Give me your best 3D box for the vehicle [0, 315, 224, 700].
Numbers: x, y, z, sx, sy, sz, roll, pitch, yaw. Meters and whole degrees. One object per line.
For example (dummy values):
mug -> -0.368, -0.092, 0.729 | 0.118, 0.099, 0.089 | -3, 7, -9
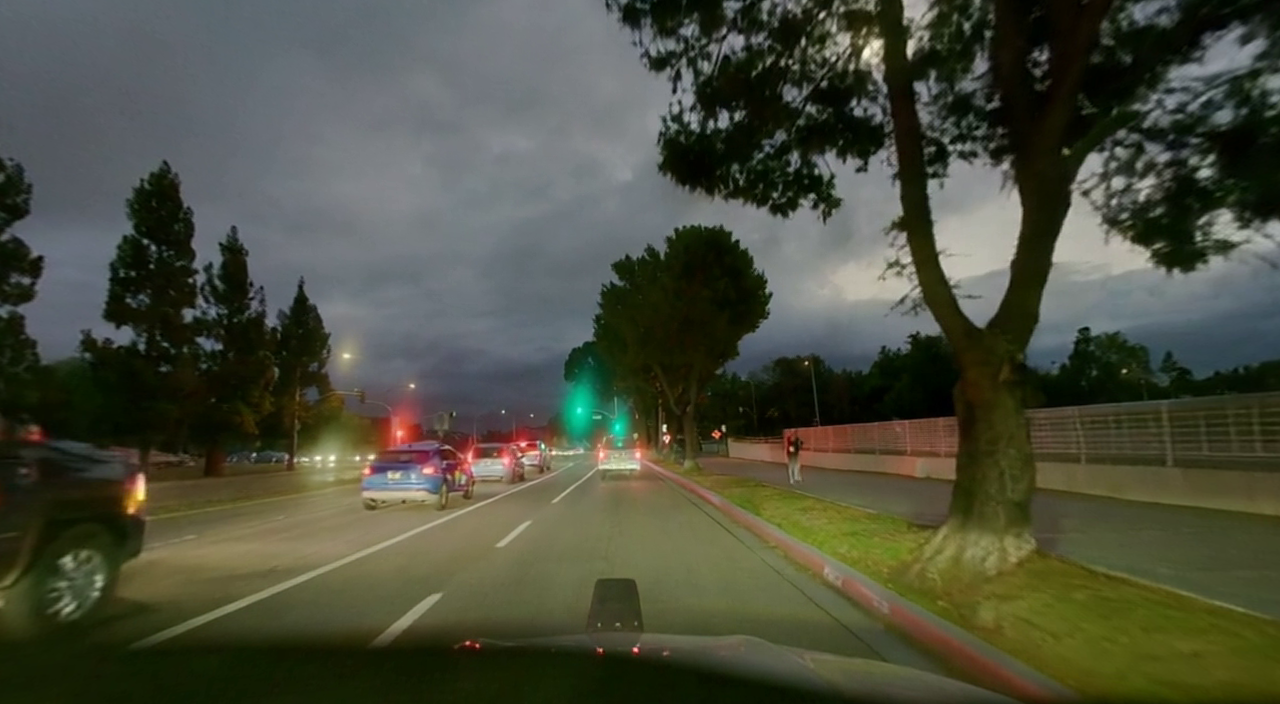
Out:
vehicle -> -4.931, 0.628, 1.936 | 2.860, 2.090, 6.593 | 0, -9, -1

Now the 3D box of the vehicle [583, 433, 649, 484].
vehicle -> -0.975, 4.176, 25.100 | 2.368, 1.829, 4.293 | 0, -9, -3

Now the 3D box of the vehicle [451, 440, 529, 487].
vehicle -> -5.789, 4.343, 24.948 | 2.010, 1.674, 4.484 | 0, -9, -1

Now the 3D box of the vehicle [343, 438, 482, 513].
vehicle -> -5.558, 3.046, 16.085 | 2.069, 1.616, 4.108 | 0, -9, -1
